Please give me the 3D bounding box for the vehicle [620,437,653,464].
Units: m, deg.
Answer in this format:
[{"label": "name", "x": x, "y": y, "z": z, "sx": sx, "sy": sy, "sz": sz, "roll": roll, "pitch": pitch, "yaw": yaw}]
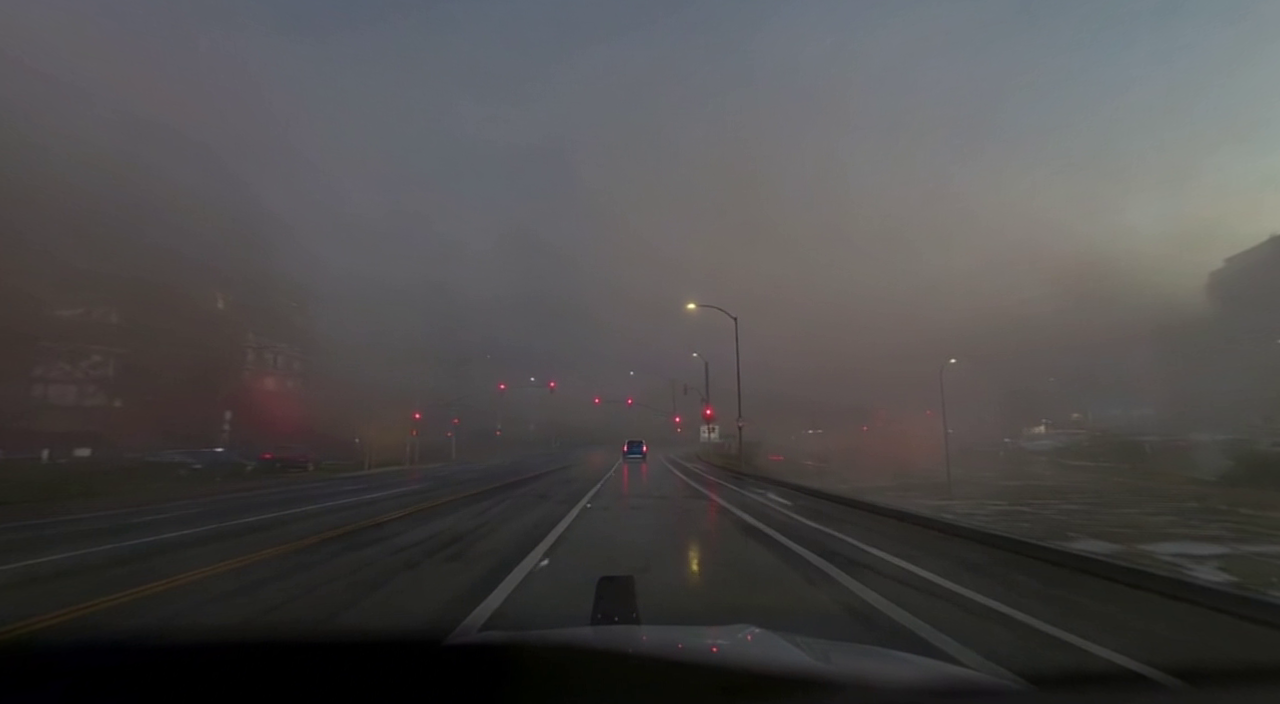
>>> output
[{"label": "vehicle", "x": -0.228, "y": 6.398, "z": 41.239, "sx": 2.024, "sy": 1.628, "sz": 4.774, "roll": 0, "pitch": -8, "yaw": 0}]
